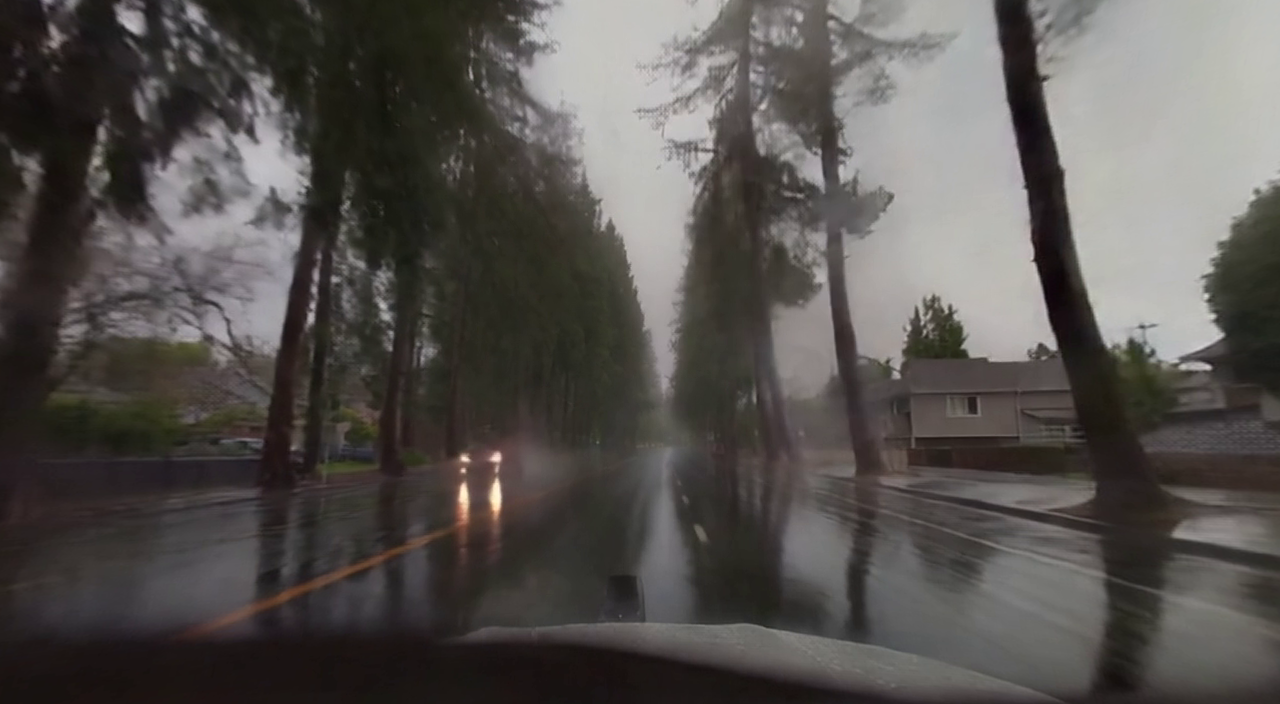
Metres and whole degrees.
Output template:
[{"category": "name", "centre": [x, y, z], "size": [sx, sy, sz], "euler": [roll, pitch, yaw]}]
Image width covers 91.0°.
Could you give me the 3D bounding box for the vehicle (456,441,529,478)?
[{"category": "vehicle", "centre": [-6.741, 4.940, 29.305], "size": [2.000, 1.570, 4.808], "euler": [0, -8, 3]}]
